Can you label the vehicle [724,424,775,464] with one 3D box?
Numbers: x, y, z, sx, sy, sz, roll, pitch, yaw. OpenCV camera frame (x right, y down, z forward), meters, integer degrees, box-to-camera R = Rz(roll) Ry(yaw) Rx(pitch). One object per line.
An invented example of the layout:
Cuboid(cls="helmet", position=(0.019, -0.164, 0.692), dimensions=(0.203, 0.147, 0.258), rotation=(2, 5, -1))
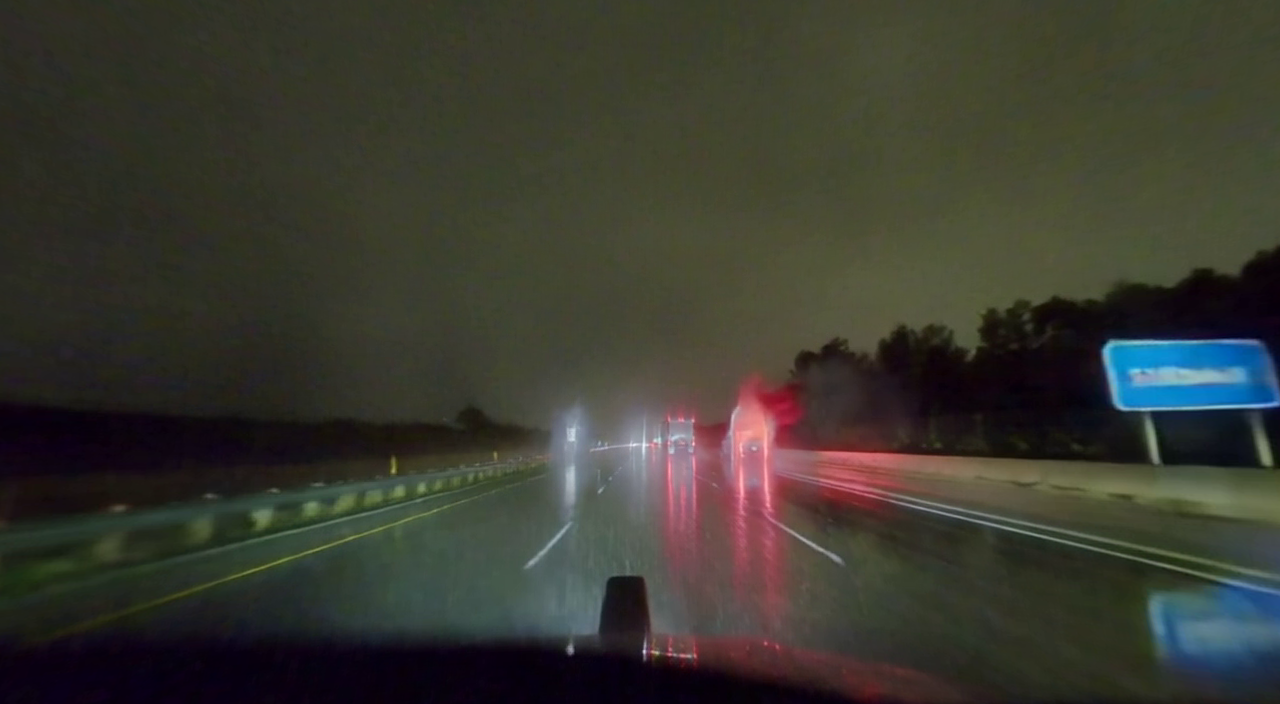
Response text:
Cuboid(cls="vehicle", position=(8.089, 6.865, 47.147), dimensions=(2.474, 2.730, 7.349), rotation=(0, -8, 0))
